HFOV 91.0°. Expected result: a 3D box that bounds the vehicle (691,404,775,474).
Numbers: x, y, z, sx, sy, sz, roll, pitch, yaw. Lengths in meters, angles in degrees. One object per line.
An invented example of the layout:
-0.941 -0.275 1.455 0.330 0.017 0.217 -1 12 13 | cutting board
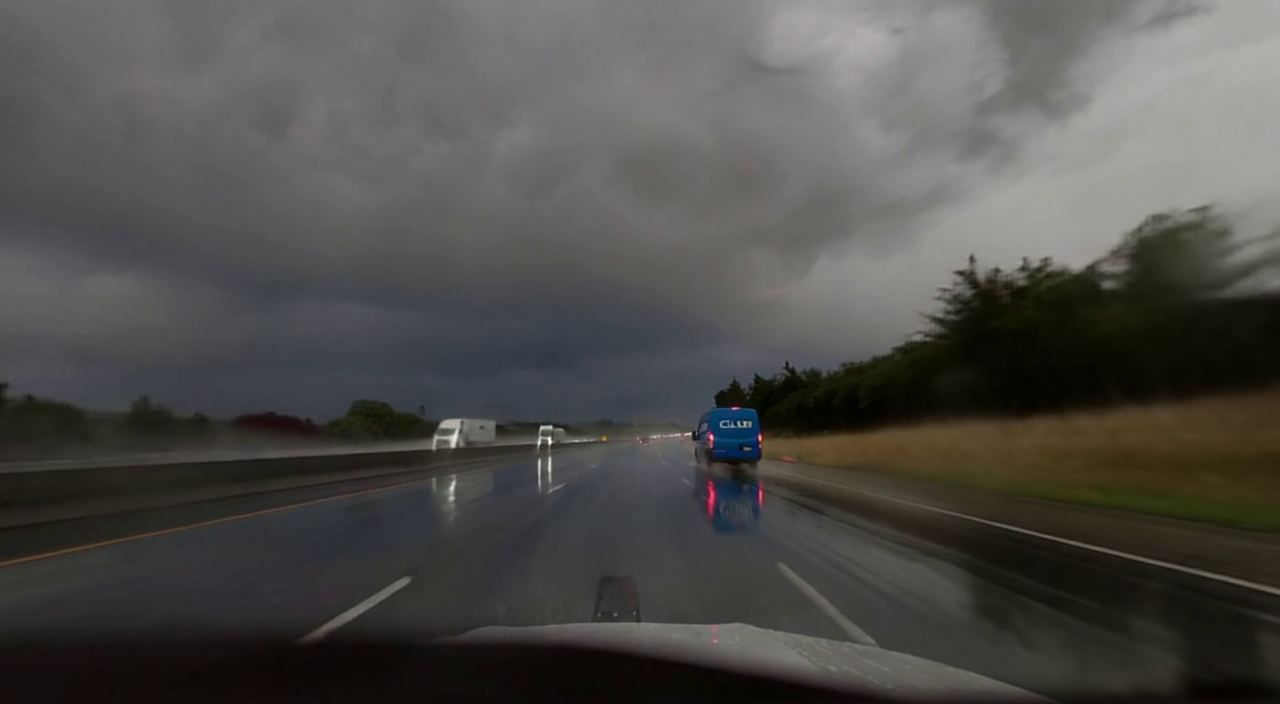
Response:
3.696 3.630 26.221 2.485 2.562 5.535 0 -8 -2 | vehicle
